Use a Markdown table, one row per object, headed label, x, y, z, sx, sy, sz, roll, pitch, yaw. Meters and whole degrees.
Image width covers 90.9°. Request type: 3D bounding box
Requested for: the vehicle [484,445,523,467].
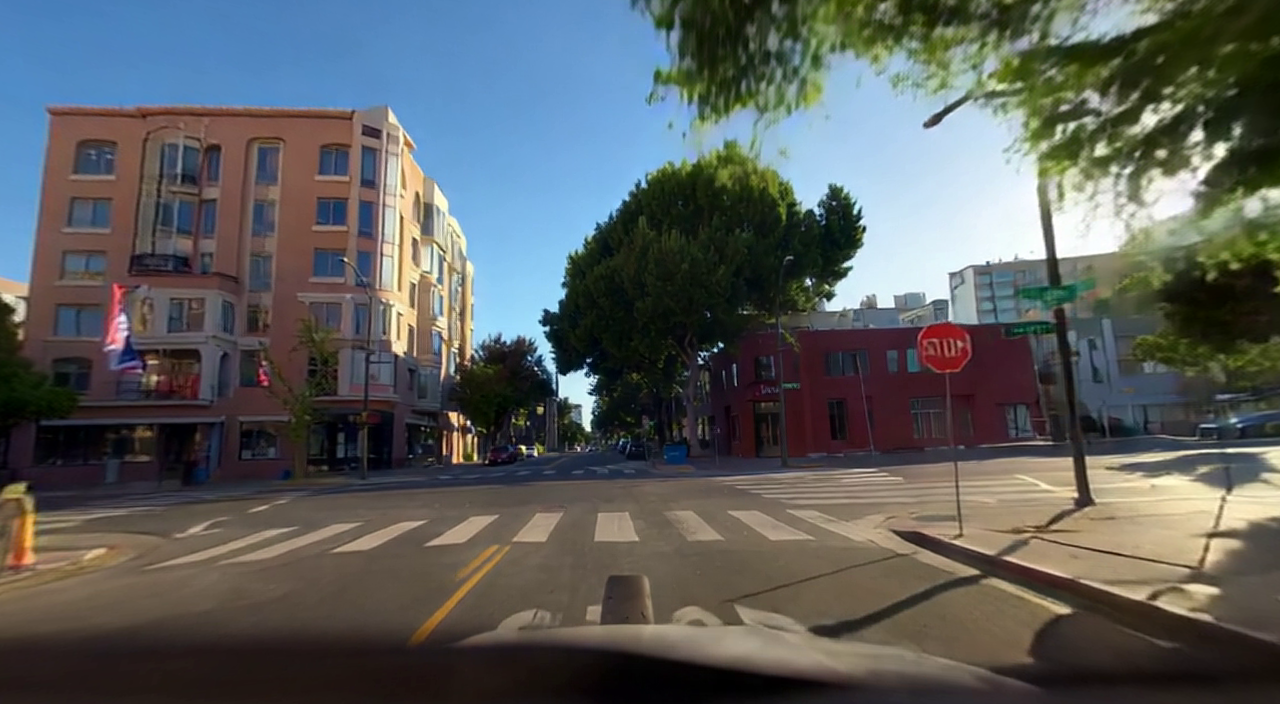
| label | x | y | z | sx | sy | sz | roll | pitch | yaw |
| --- | --- | --- | --- | --- | --- | --- | --- | --- | --- |
| vehicle | -9.964 | 7.595 | 46.335 | 2.033 | 1.491 | 4.298 | 0 | -8 | -2 |
